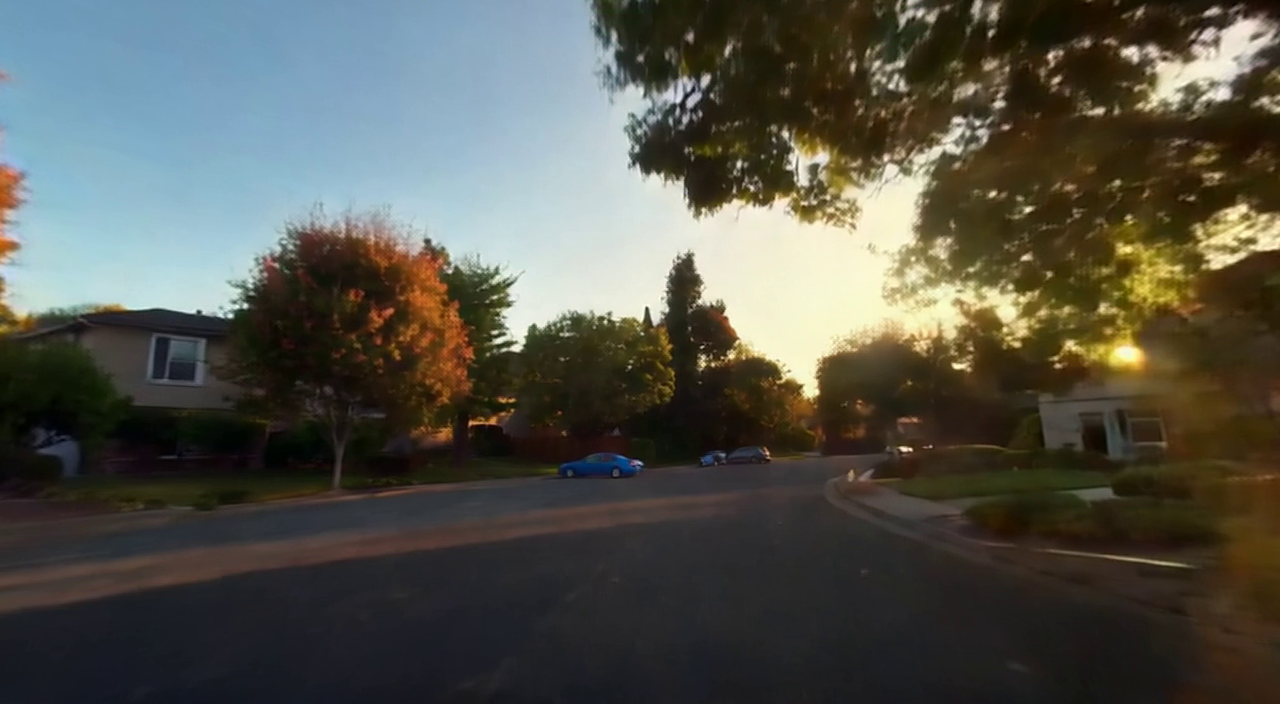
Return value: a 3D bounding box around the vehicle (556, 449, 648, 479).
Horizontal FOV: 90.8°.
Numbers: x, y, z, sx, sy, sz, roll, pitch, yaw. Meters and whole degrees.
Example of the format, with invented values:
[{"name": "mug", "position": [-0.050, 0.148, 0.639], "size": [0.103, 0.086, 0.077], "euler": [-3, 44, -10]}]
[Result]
[{"name": "vehicle", "position": [-2.041, 6.040, 34.259], "size": [4.653, 1.480, 1.871], "euler": [-3, -9, 17]}]
